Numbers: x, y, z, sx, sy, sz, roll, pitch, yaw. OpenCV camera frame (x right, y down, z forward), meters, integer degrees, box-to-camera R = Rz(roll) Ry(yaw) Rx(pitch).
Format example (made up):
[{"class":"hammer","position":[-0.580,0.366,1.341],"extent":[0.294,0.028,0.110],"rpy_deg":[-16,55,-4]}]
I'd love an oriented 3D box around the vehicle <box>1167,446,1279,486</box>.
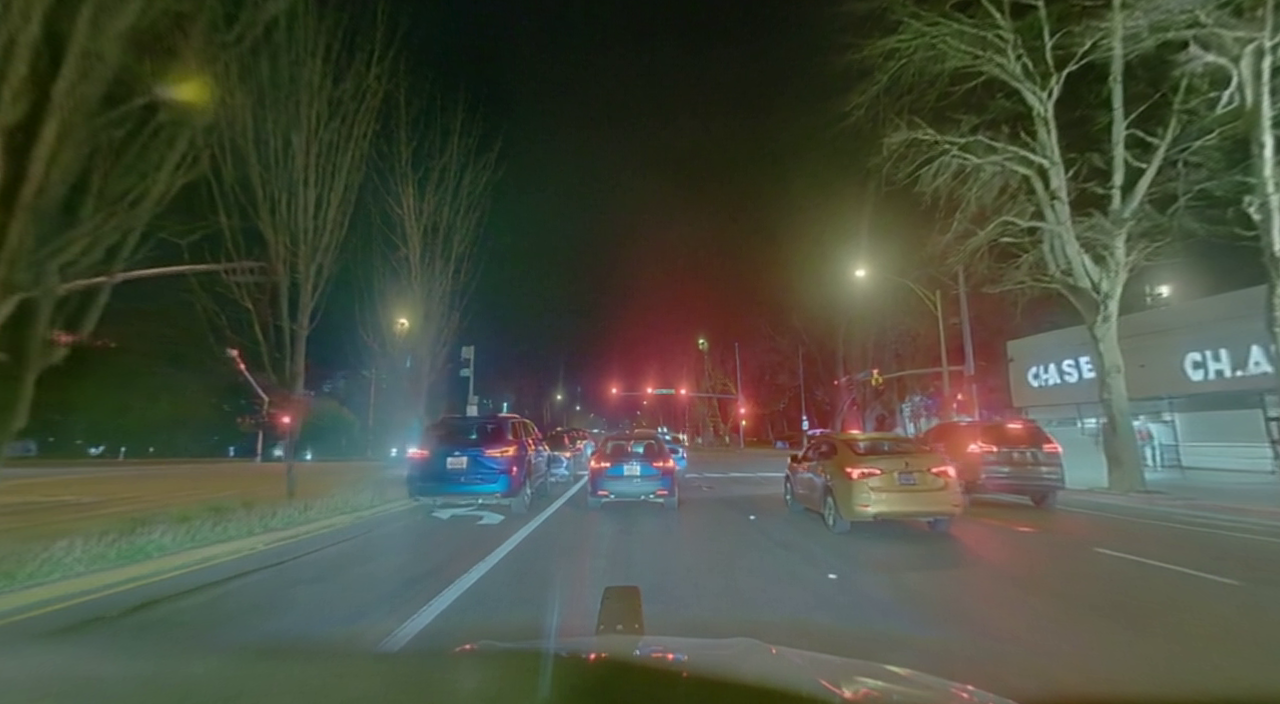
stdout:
[{"class":"vehicle","position":[23.179,4.313,24.091],"extent":[4.368,1.448,1.876],"rpy_deg":[0,-8,2]}]

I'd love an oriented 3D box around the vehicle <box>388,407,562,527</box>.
[{"class":"vehicle","position":[-2.836,2.128,12.171],"extent":[2.064,1.825,4.760],"rpy_deg":[0,-8,0]}]

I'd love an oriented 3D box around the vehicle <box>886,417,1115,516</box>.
[{"class":"vehicle","position":[7.278,2.365,13.531],"extent":[2.068,1.731,4.752],"rpy_deg":[0,-8,0]}]

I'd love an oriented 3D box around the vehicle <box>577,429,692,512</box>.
[{"class":"vehicle","position":[-0.130,2.462,13.563],"extent":[2.097,1.480,4.006],"rpy_deg":[0,-8,-1]}]

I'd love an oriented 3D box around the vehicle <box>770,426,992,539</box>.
[{"class":"vehicle","position":[3.632,2.040,10.553],"extent":[1.861,1.473,4.393],"rpy_deg":[0,-8,-2]}]
